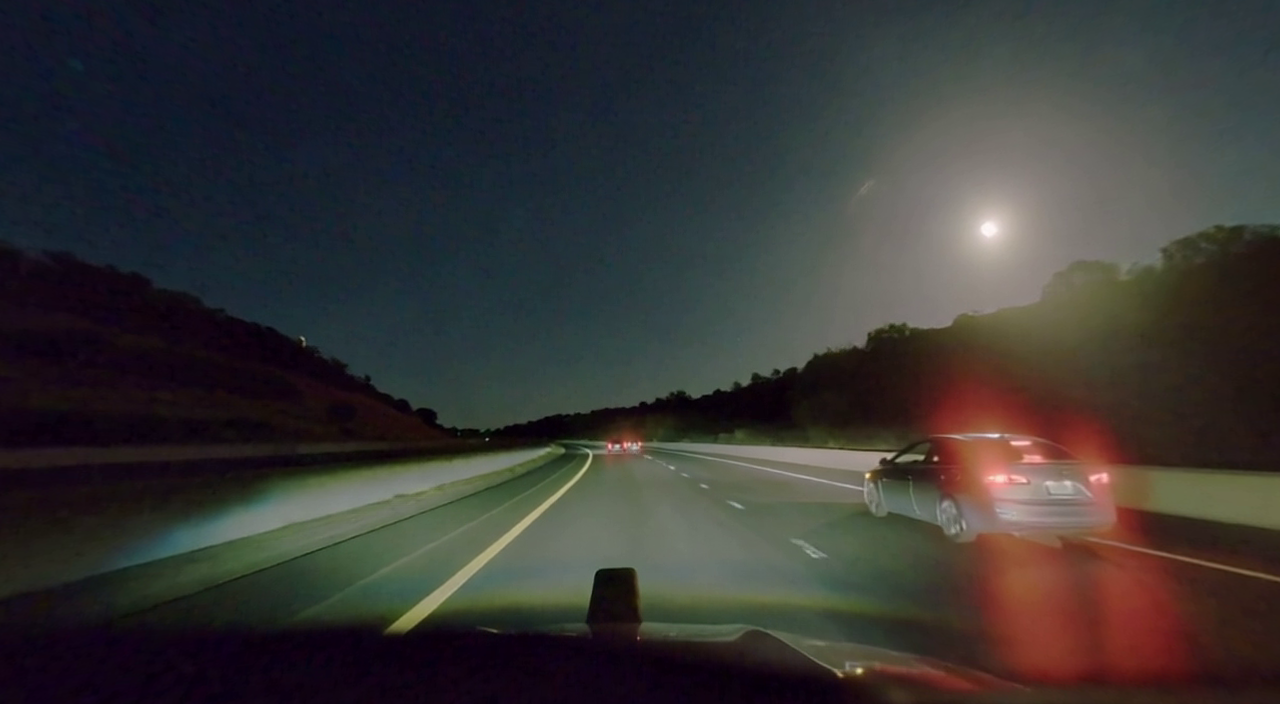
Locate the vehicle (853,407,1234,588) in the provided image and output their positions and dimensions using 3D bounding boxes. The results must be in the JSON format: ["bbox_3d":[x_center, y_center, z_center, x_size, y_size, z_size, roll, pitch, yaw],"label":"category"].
[{"bbox_3d":[4.055,1.481,7.202,1.852,1.513,3.652,0,-8,-1],"label":"vehicle"}]

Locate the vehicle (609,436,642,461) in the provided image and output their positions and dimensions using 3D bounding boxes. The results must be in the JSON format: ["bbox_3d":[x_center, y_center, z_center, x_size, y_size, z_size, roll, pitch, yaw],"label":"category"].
[{"bbox_3d":[-0.963,6.141,40.203,1.998,1.512,3.735,0,-8,-3],"label":"vehicle"}]
